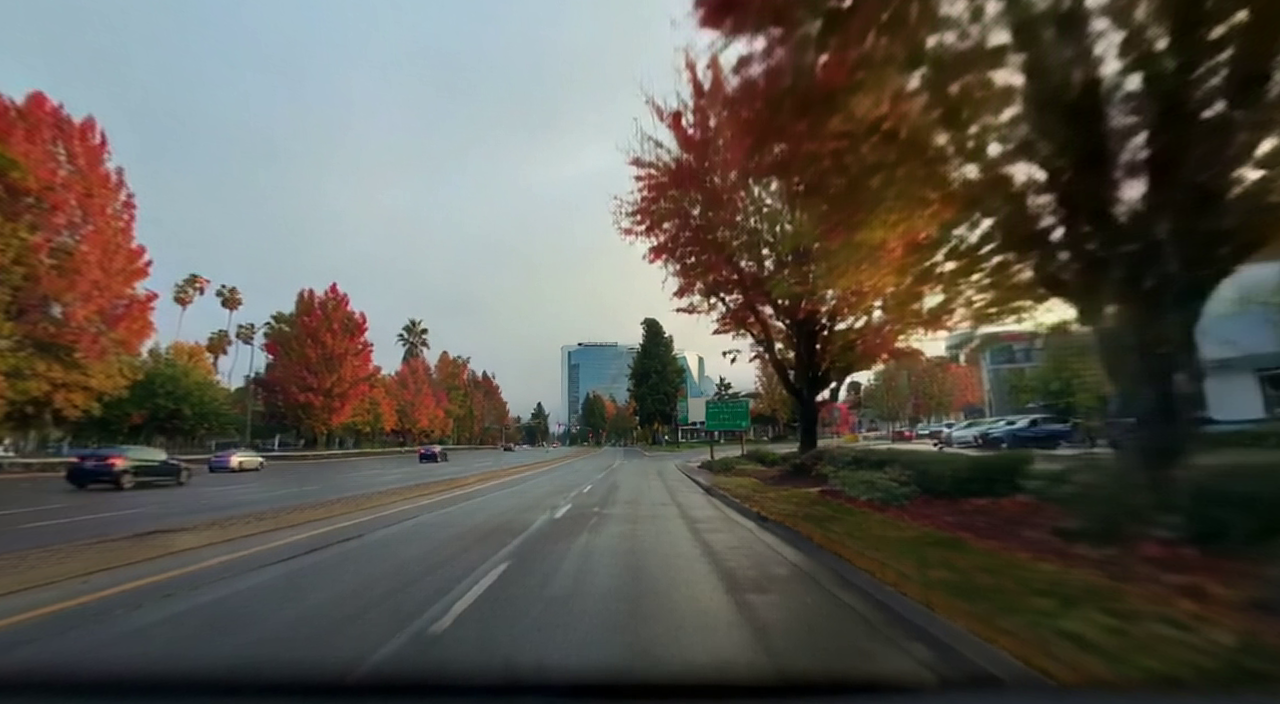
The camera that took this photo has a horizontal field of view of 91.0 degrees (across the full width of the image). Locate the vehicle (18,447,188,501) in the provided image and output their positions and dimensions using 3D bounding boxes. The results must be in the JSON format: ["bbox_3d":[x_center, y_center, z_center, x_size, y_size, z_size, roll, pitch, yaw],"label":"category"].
[{"bbox_3d":[-18.817,4.238,22.426,2.086,1.706,4.412,0,-9,1],"label":"vehicle"}]

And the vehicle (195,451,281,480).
[{"bbox_3d":[-22.891,6.478,36.098,1.903,1.510,4.569,0,-9,0],"label":"vehicle"}]
